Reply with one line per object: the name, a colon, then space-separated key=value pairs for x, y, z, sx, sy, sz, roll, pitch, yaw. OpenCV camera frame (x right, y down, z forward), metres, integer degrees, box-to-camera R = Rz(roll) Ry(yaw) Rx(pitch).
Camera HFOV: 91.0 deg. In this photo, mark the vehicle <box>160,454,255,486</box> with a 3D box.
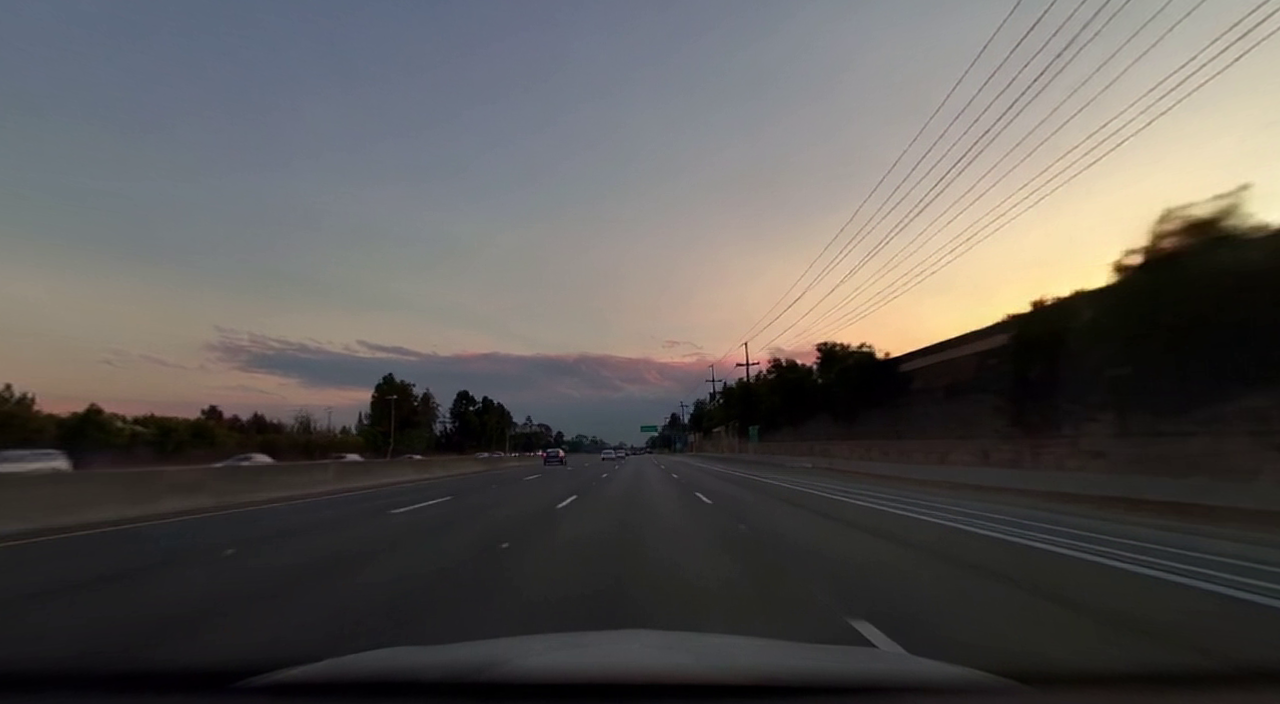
vehicle: x=-23.334 y=6.359 z=34.208 sx=1.895 sy=1.520 sz=4.696 roll=0 pitch=-9 yaw=-1
